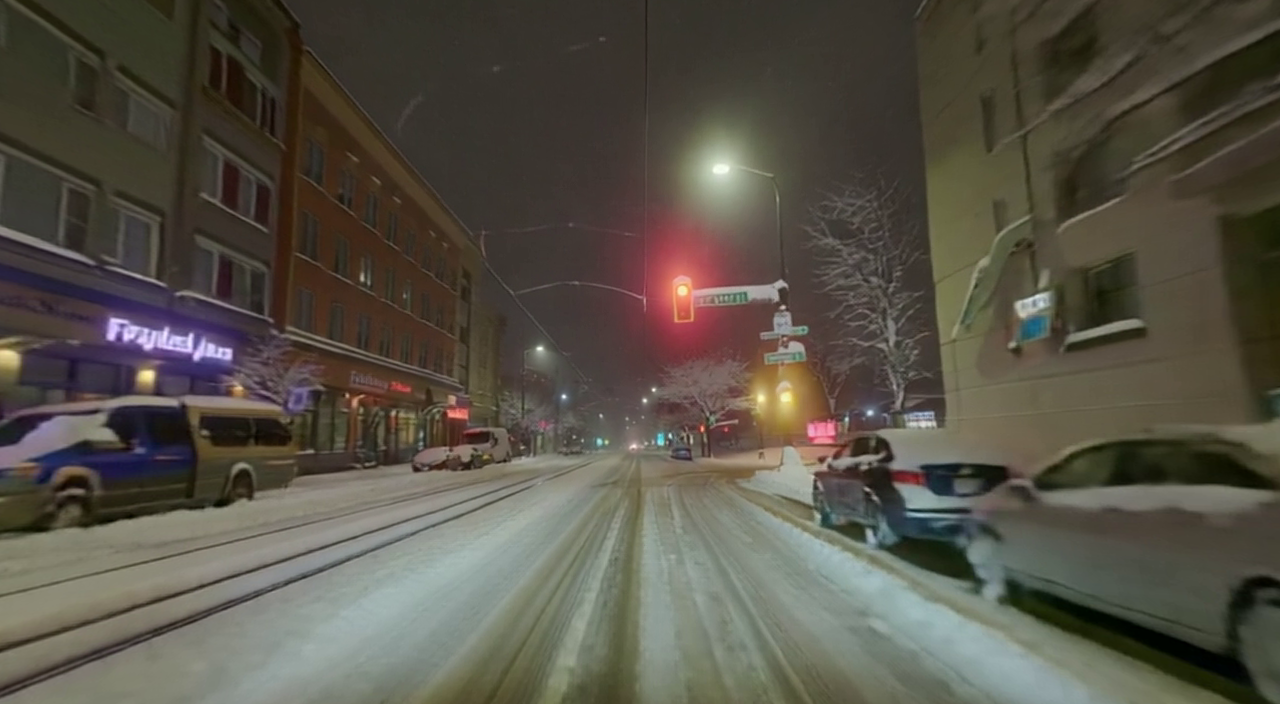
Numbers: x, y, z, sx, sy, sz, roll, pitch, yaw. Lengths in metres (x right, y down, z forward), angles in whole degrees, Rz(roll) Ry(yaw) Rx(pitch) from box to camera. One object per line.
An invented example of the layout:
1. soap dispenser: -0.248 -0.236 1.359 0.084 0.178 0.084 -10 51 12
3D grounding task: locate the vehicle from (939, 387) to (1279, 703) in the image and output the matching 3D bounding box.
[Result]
1. vehicle: 3.723 1.072 3.864 1.752 1.510 4.191 0 -8 1

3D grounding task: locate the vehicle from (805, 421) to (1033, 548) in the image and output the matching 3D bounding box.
1. vehicle: 3.930 1.903 9.619 1.869 1.557 3.501 0 -8 0

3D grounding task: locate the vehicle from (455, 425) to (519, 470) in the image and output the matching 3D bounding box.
1. vehicle: -10.273 6.501 43.089 2.378 2.765 7.920 0 -8 0

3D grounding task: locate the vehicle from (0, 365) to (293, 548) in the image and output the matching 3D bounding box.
1. vehicle: -10.164 2.048 12.770 2.291 2.745 6.492 -1 -9 2

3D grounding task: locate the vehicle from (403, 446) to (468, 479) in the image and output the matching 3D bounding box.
1. vehicle: -9.905 5.383 30.880 1.897 1.464 4.209 0 -8 -2
